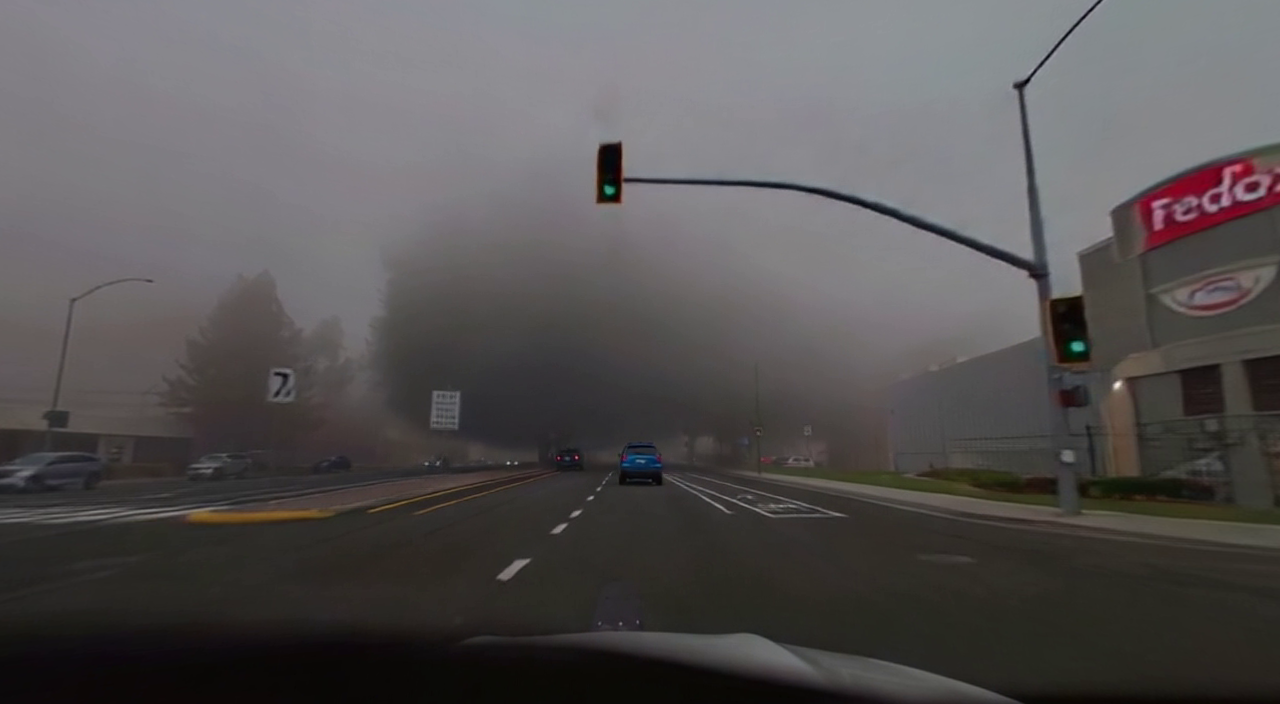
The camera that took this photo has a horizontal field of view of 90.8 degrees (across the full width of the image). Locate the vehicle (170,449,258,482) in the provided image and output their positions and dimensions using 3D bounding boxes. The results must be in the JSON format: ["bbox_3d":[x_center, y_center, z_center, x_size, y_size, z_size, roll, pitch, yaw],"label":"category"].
[{"bbox_3d":[-26.213,6.966,39.153,2.111,1.839,4.932,0,-9,-2],"label":"vehicle"}]

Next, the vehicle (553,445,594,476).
[{"bbox_3d":[-4.172,6.906,40.447,2.202,1.856,4.516,0,-9,-1],"label":"vehicle"}]

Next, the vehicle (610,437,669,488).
[{"bbox_3d":[-0.080,4.632,26.879,2.273,1.909,5.075,0,-9,-1],"label":"vehicle"}]

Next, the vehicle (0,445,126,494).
[{"bbox_3d":[-25.720,5.026,27.574,2.182,1.906,5.364,0,-9,-2],"label":"vehicle"}]
